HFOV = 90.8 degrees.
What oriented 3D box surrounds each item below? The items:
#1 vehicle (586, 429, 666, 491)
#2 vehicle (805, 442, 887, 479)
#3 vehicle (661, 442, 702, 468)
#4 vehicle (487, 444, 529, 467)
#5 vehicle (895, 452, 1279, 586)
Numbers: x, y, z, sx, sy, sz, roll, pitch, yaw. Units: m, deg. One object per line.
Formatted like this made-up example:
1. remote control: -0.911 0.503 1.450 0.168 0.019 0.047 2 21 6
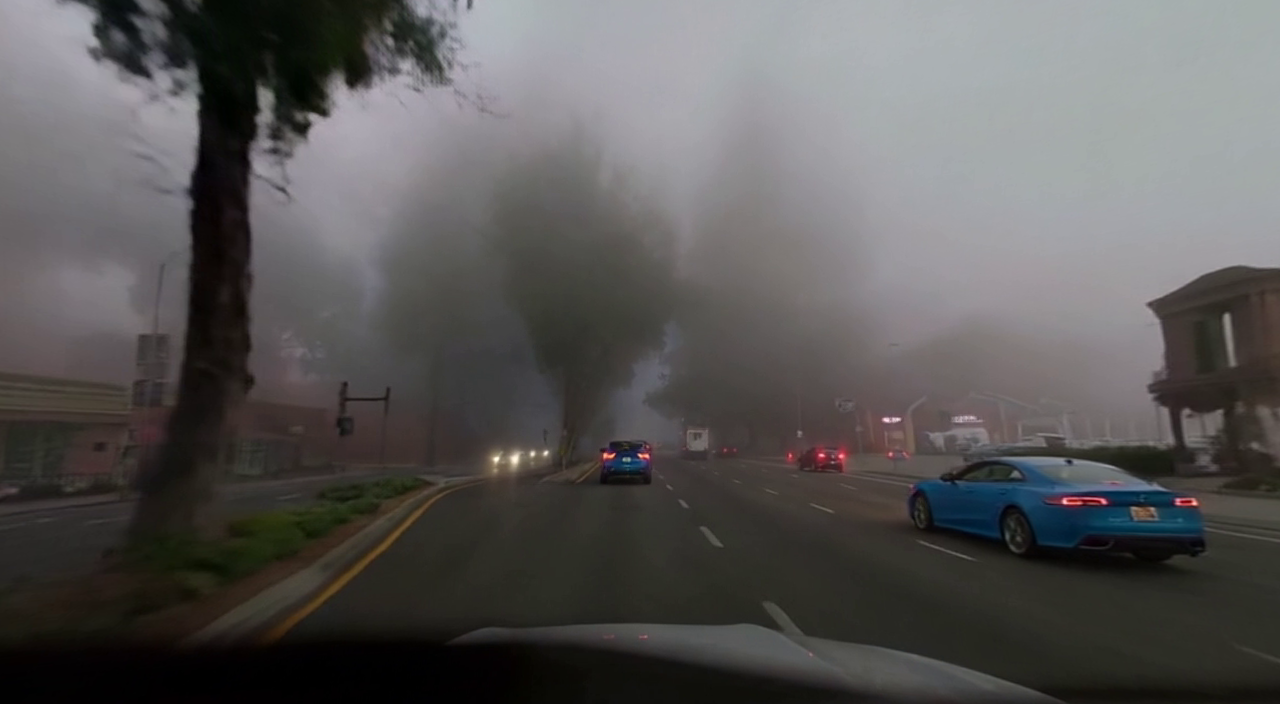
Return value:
1. vehicle: -0.458 3.404 20.209 2.266 1.762 4.131 0 -9 -2
2. vehicle: 8.876 4.695 27.626 2.045 1.484 4.342 0 -9 -1
3. vehicle: 2.396 6.072 37.401 2.078 1.471 4.142 0 -9 -1
4. vehicle: -9.502 7.469 45.737 1.989 1.542 4.435 0 -9 1
5. vehicle: 5.550 2.016 8.542 2.258 1.294 4.312 0 -9 -2
